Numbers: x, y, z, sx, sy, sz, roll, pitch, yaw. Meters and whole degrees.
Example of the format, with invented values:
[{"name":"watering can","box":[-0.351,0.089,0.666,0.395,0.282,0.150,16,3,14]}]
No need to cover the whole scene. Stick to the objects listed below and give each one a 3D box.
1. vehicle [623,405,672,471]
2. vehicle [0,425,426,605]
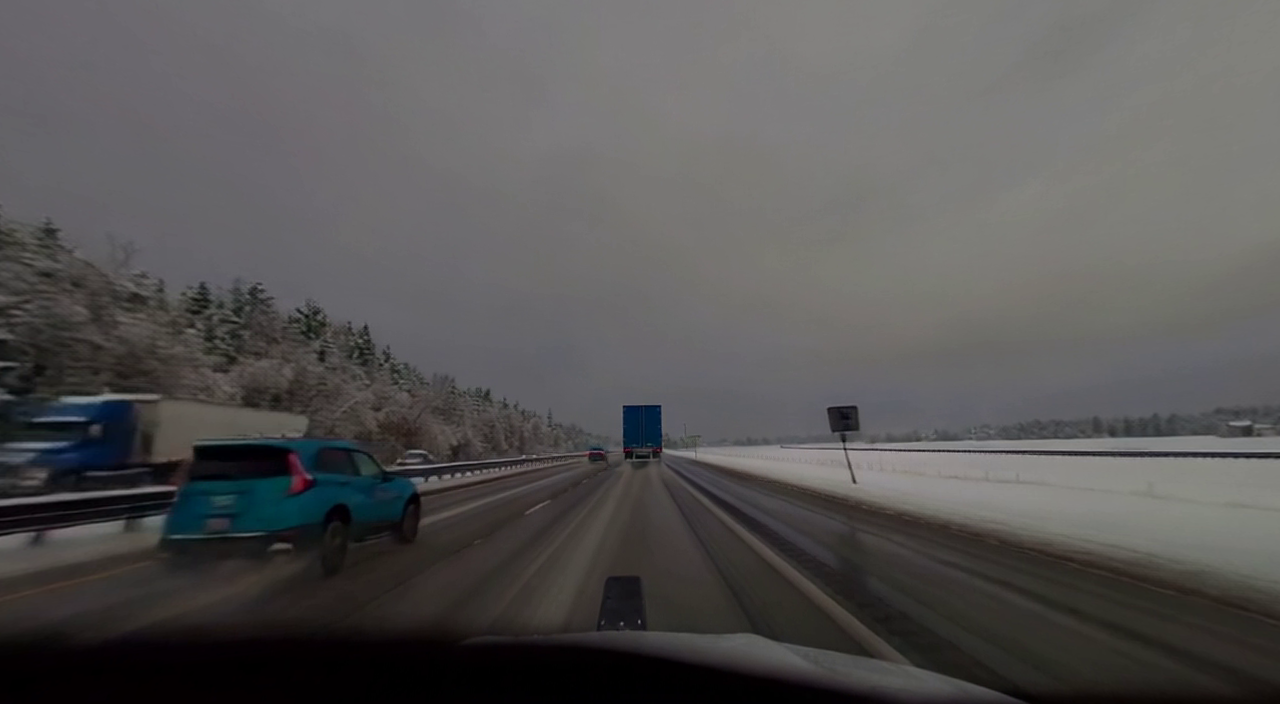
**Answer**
[{"name":"vehicle","box":[0.504,5.919,42.882,2.899,3.966,10.053,0,-9,1]},{"name":"vehicle","box":[-4.490,1.760,7.811,2.051,1.538,4.569,0,-9,0]}]
